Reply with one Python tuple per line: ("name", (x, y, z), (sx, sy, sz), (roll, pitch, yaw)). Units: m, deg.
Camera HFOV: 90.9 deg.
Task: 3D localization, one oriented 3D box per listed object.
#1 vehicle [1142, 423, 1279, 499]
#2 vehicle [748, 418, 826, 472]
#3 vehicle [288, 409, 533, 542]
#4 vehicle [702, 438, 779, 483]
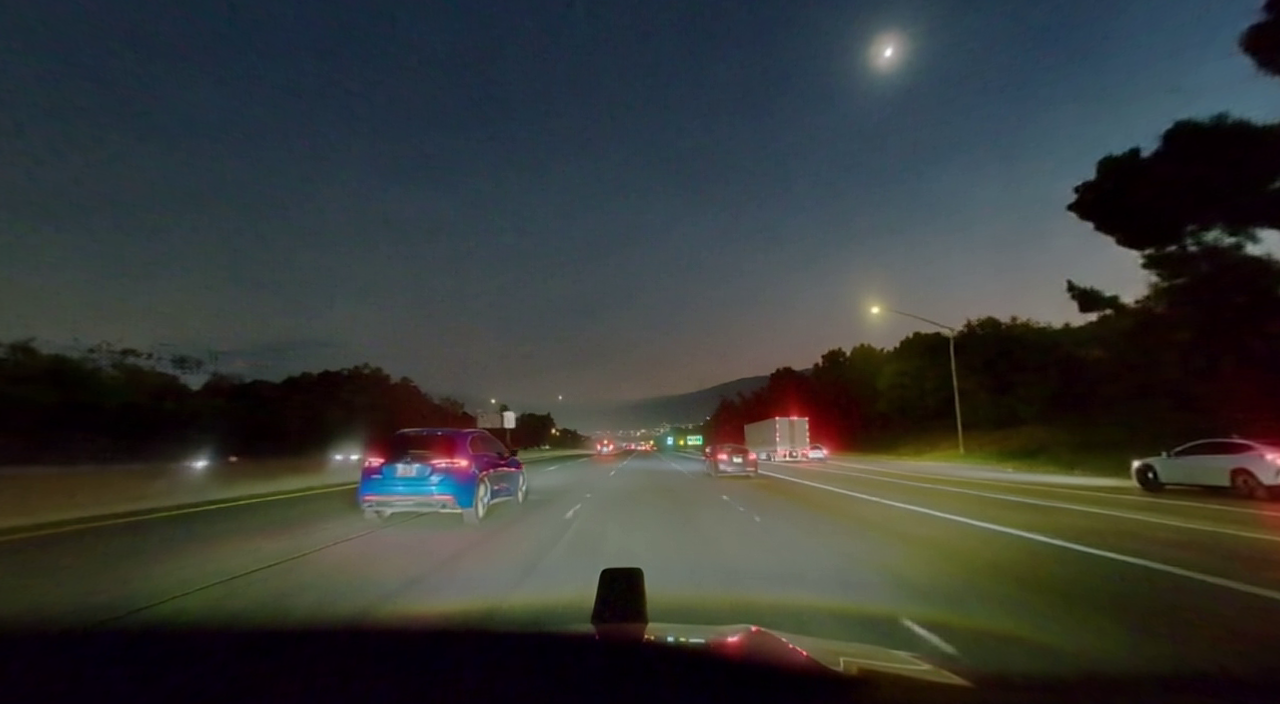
("vehicle", (18.040, 3.096, 18.170), (2.221, 1.995, 5.803), (0, -9, -2))
("vehicle", (7.664, 4.922, 33.479), (2.729, 2.628, 4.875), (0, -9, -2))
("vehicle", (-3.535, 2.057, 11.132), (2.218, 1.764, 5.229), (0, -9, 2))
("vehicle", (3.609, 4.010, 23.587), (2.080, 1.493, 4.674), (0, -9, -1))
